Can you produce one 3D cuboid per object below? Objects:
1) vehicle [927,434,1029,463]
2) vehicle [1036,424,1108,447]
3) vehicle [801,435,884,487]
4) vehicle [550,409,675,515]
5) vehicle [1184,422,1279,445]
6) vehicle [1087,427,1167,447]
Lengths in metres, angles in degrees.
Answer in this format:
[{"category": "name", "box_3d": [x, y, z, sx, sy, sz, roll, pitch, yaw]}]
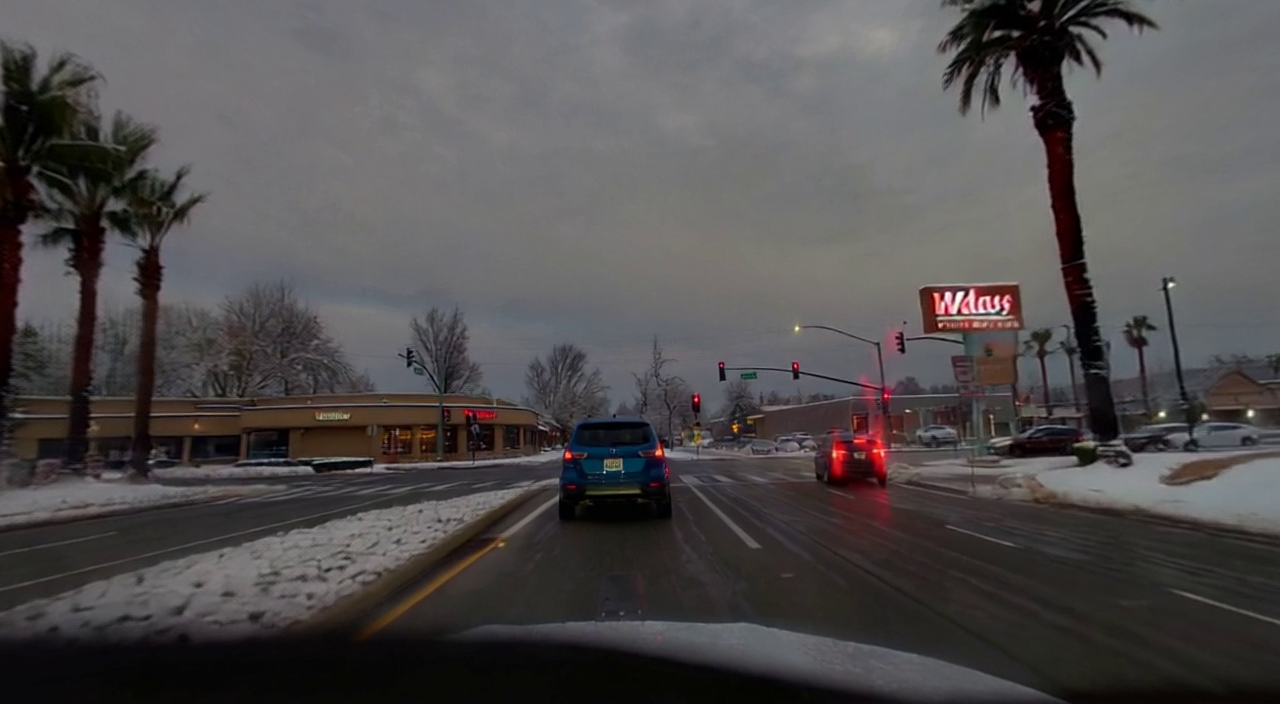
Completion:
[{"category": "vehicle", "box_3d": [18.294, 5.217, 34.225, 4.745, 1.474, 1.923, 2, -9, -14]}, {"category": "vehicle", "box_3d": [31.966, 6.222, 46.883, 4.167, 1.655, 1.841, -5, -10, 31]}, {"category": "vehicle", "box_3d": [6.856, 3.713, 21.890, 2.086, 1.560, 4.542, -1, -9, 9]}, {"category": "vehicle", "box_3d": [-0.528, 2.360, 13.931, 2.263, 1.932, 4.709, 0, -9, -1]}, {"category": "vehicle", "box_3d": [39.300, 5.441, 41.935, 4.527, 1.458, 1.778, -6, -10, 34]}, {"category": "vehicle", "box_3d": [36.728, 6.448, 47.772, 4.551, 1.471, 1.800, -5, -10, 32]}]
